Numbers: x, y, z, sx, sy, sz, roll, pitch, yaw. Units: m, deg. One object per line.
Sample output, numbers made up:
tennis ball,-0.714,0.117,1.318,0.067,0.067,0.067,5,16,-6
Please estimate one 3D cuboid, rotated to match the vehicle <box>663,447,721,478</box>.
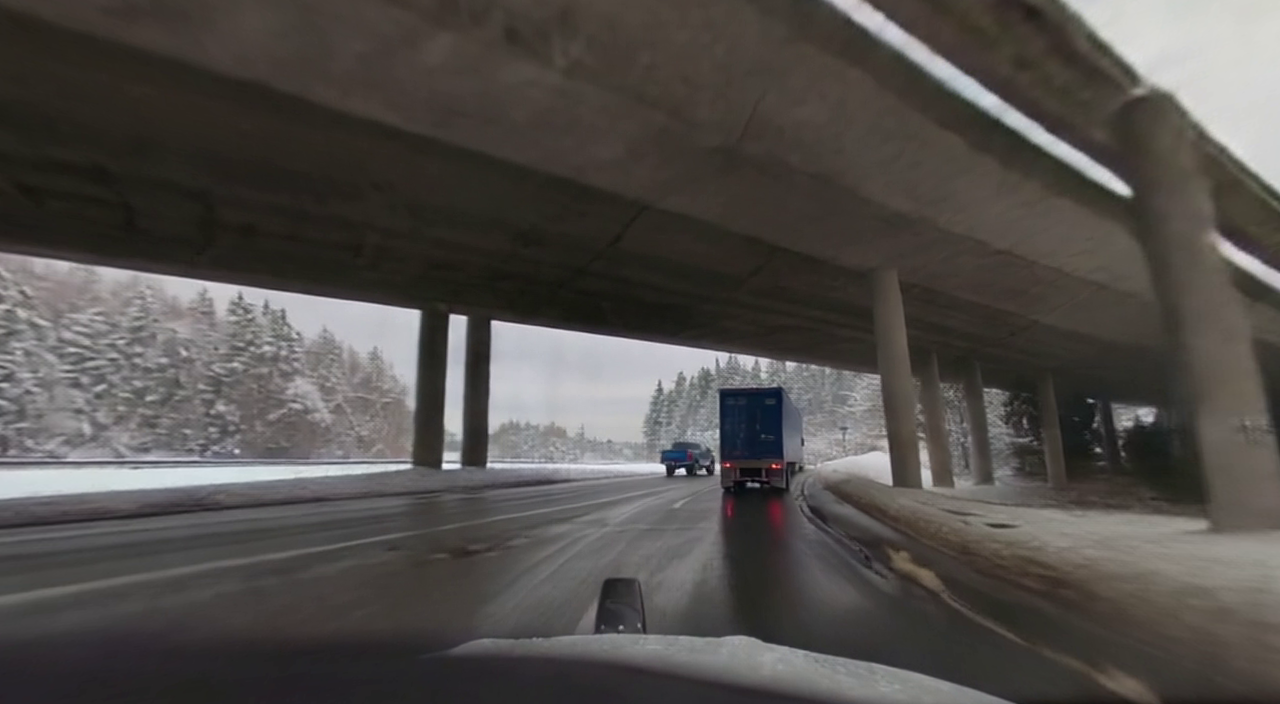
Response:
vehicle,2.738,5.633,32.342,1.940,1.444,4.024,-3,-9,19
